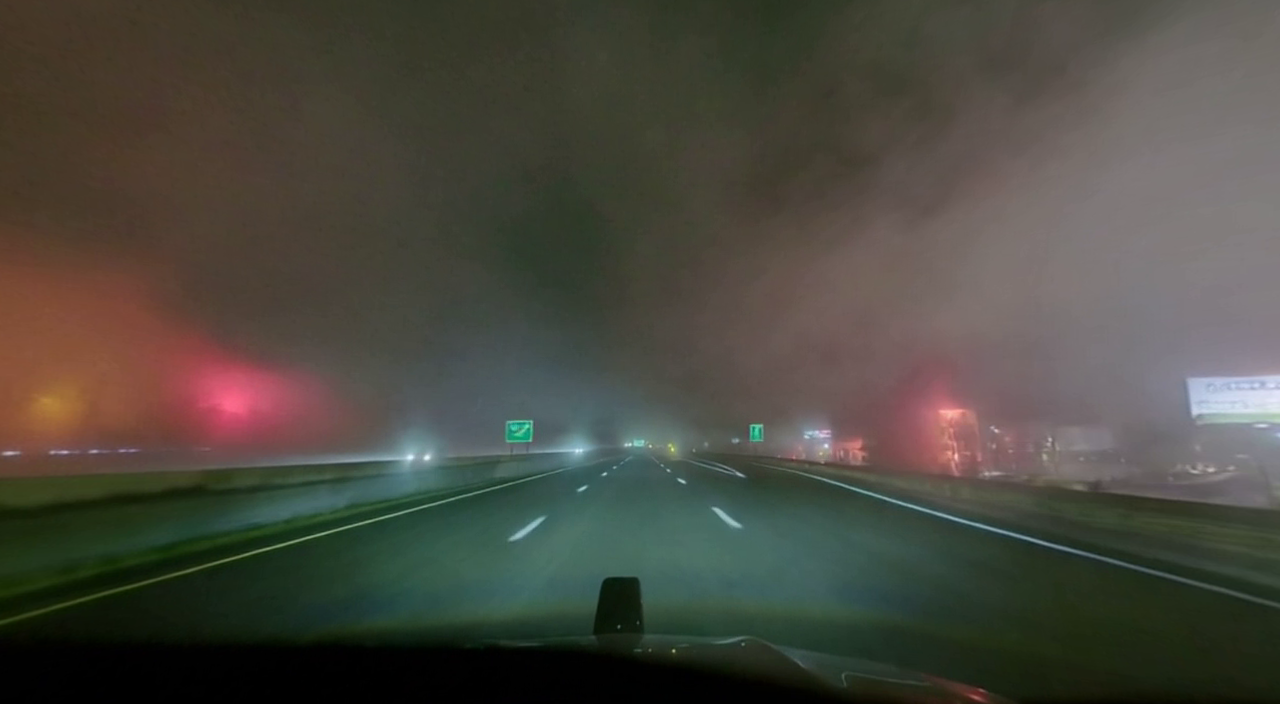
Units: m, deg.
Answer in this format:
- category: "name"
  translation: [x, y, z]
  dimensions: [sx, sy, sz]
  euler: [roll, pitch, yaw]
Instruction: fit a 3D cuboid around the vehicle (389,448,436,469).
- category: "vehicle"
  translation: [-17.443, 8.146, 48.394]
  dimensions: [1.862, 1.505, 4.368]
  euler: [0, -9, 2]
